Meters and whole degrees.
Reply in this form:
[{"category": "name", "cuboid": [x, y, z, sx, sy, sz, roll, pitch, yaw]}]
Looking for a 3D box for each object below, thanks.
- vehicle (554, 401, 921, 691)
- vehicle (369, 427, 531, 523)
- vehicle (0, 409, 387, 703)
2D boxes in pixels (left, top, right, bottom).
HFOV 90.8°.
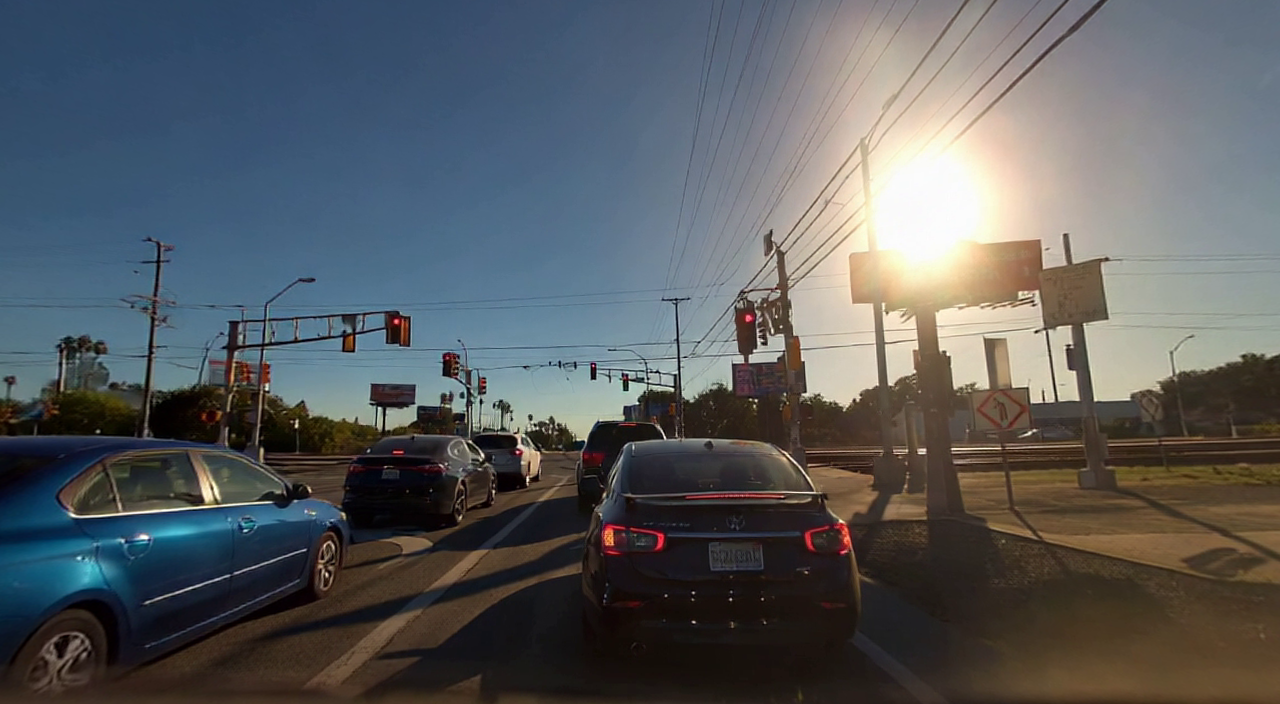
[{"category": "vehicle", "cuboid": [0.413, 1.334, 5.461, 1.998, 1.529, 3.960, 1, -9, -4]}, {"category": "vehicle", "cuboid": [-3.353, 2.254, 12.073, 1.984, 1.505, 3.982, 0, -9, -2]}, {"category": "vehicle", "cuboid": [-3.709, 1.249, 4.450, 1.956, 1.468, 4.585, 0, -9, 0]}]
